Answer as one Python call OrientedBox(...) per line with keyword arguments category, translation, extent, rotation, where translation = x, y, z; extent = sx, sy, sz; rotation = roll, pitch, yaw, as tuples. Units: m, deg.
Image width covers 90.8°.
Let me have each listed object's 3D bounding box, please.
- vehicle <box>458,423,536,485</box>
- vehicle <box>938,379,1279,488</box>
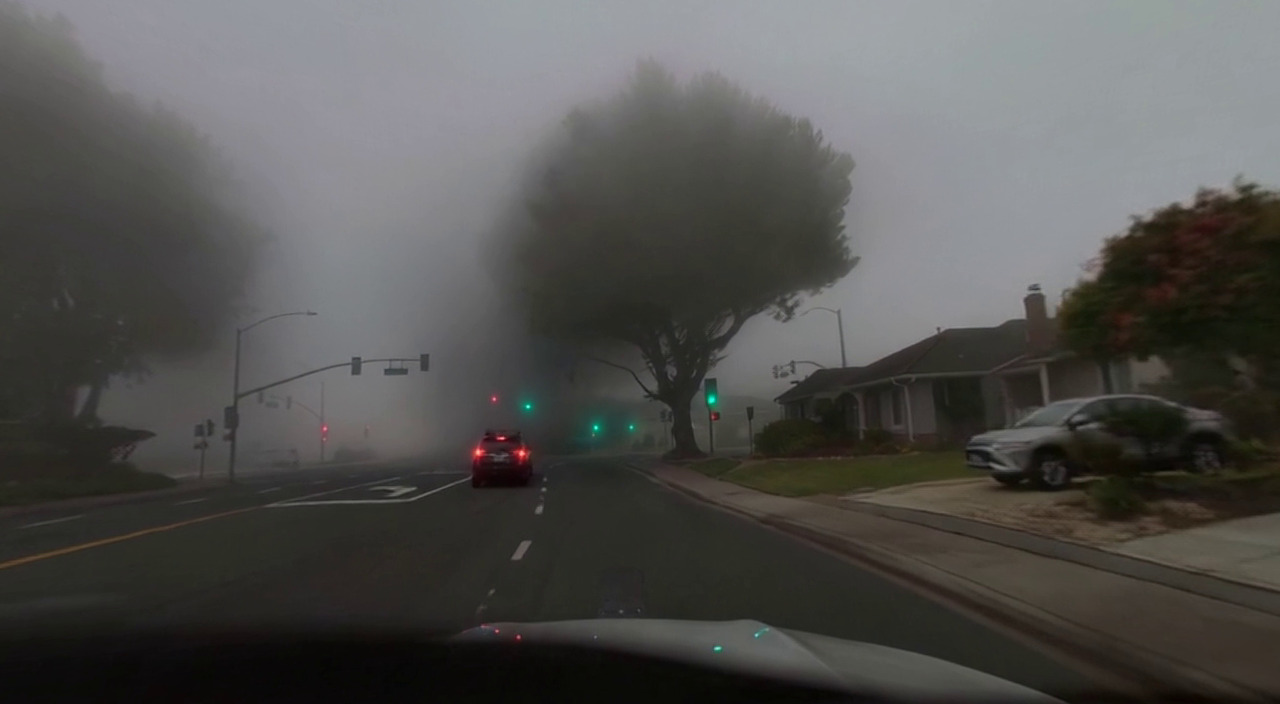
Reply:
OrientedBox(category="vehicle", translation=(-4.716, 3.429, 21.465), extent=(2.041, 1.834, 4.679), rotation=(1, -8, -6))
OrientedBox(category="vehicle", translation=(7.836, 1.380, 10.630), extent=(4.663, 1.618, 1.962), rotation=(1, -8, -6))
